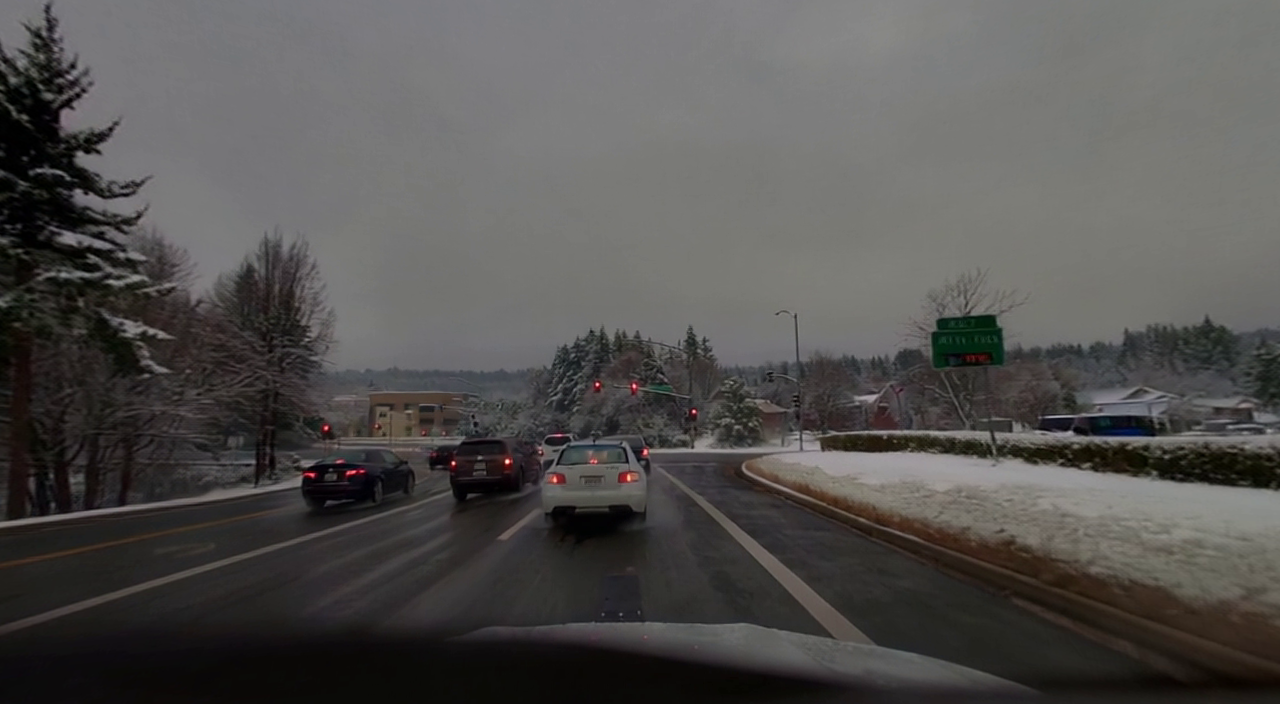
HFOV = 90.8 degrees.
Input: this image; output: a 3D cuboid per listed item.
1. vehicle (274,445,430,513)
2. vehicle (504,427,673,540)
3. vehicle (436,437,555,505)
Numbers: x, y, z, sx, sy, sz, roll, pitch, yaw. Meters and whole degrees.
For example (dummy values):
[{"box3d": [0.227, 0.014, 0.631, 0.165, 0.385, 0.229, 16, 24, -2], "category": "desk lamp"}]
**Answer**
[{"box3d": [-7.030, 3.111, 16.053, 1.852, 1.458, 4.422, 0, -9, 0], "category": "vehicle"}, {"box3d": [-0.703, 2.075, 10.639, 2.231, 1.481, 4.489, 0, -9, -1], "category": "vehicle"}, {"box3d": [-3.511, 2.979, 16.296, 1.920, 1.480, 4.549, 0, -9, 1], "category": "vehicle"}]
